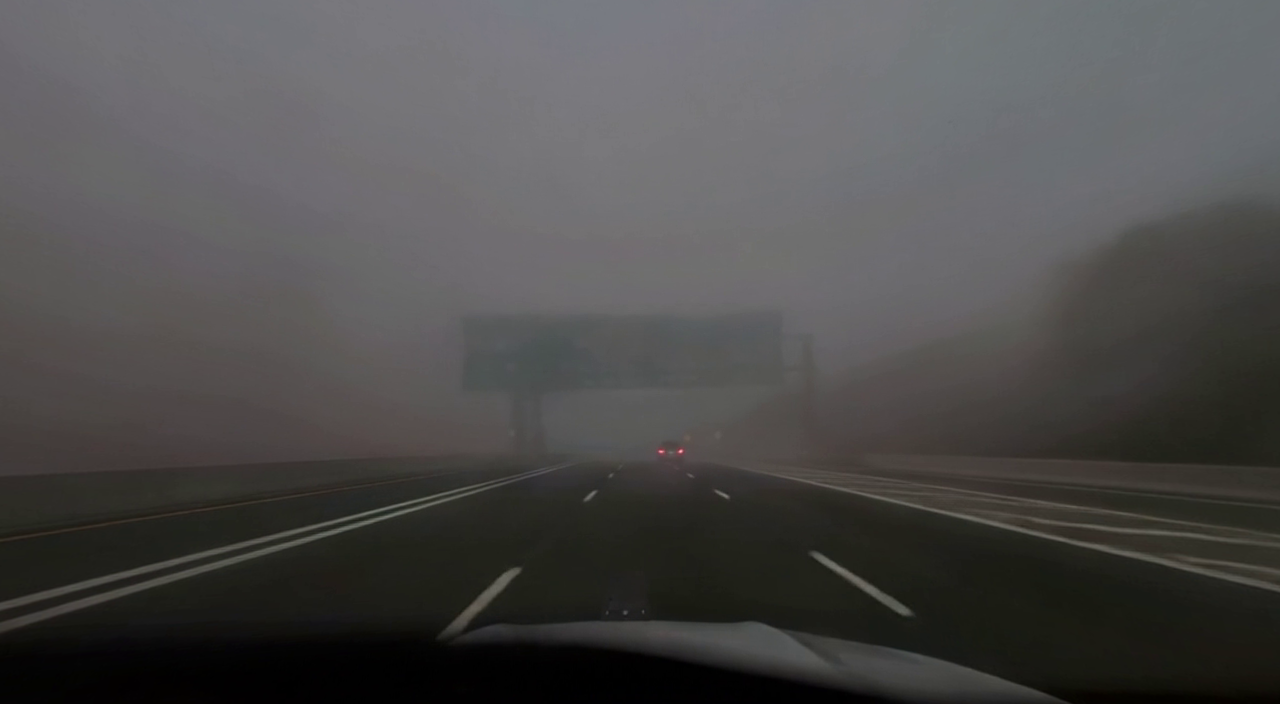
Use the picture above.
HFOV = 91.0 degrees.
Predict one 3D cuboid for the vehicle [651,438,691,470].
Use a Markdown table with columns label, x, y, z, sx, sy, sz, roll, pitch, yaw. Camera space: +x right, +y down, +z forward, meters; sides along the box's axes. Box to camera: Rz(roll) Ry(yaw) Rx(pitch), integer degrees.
| label | x | y | z | sx | sy | sz | roll | pitch | yaw |
| --- | --- | --- | --- | --- | --- | --- | --- | --- | --- |
| vehicle | 1.619 | 5.548 | 34.466 | 2.050 | 1.654 | 4.192 | 0 | -8 | 1 |
